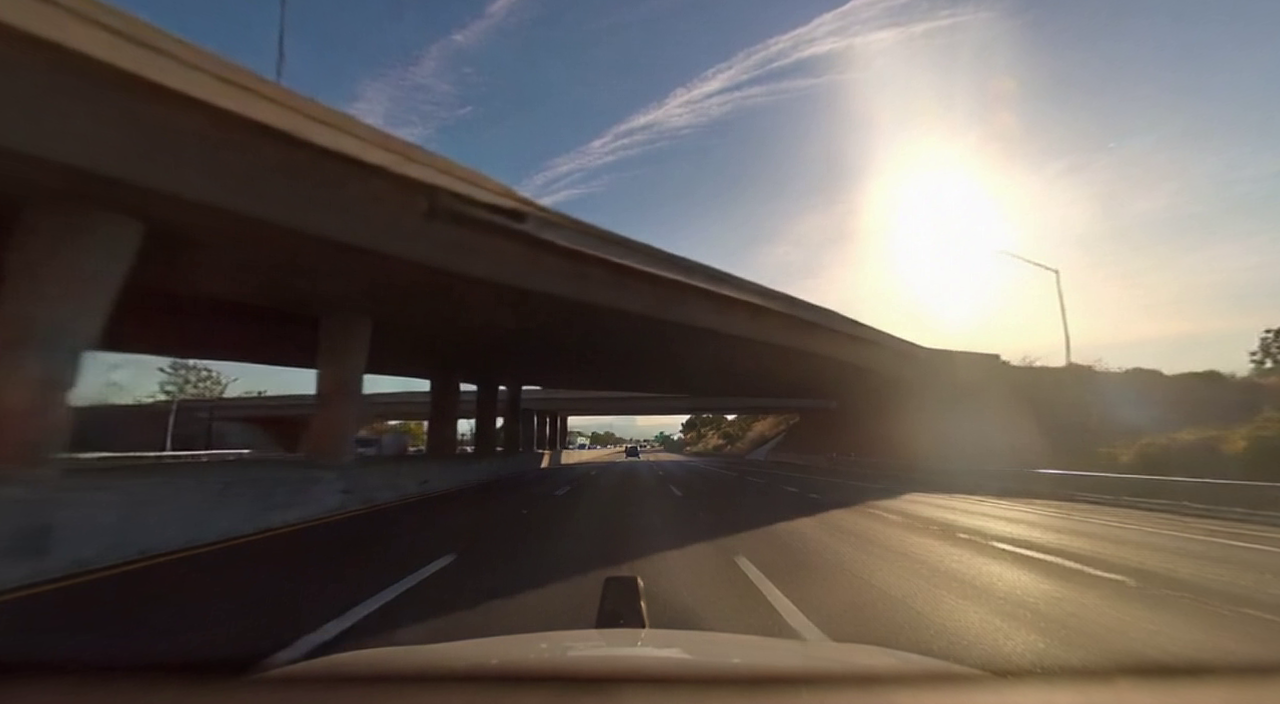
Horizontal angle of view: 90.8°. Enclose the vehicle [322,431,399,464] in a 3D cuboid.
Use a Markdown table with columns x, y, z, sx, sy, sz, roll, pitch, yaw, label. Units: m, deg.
| x | y | z | sx | sy | sz | roll | pitch | yaw | label |
| --- | --- | --- | --- | --- | --- | --- | --- | --- | --- |
| -17.434 | 6.011 | 39.751 | 2.233 | 1.914 | 5.676 | 0 | -9 | 0 | vehicle |
